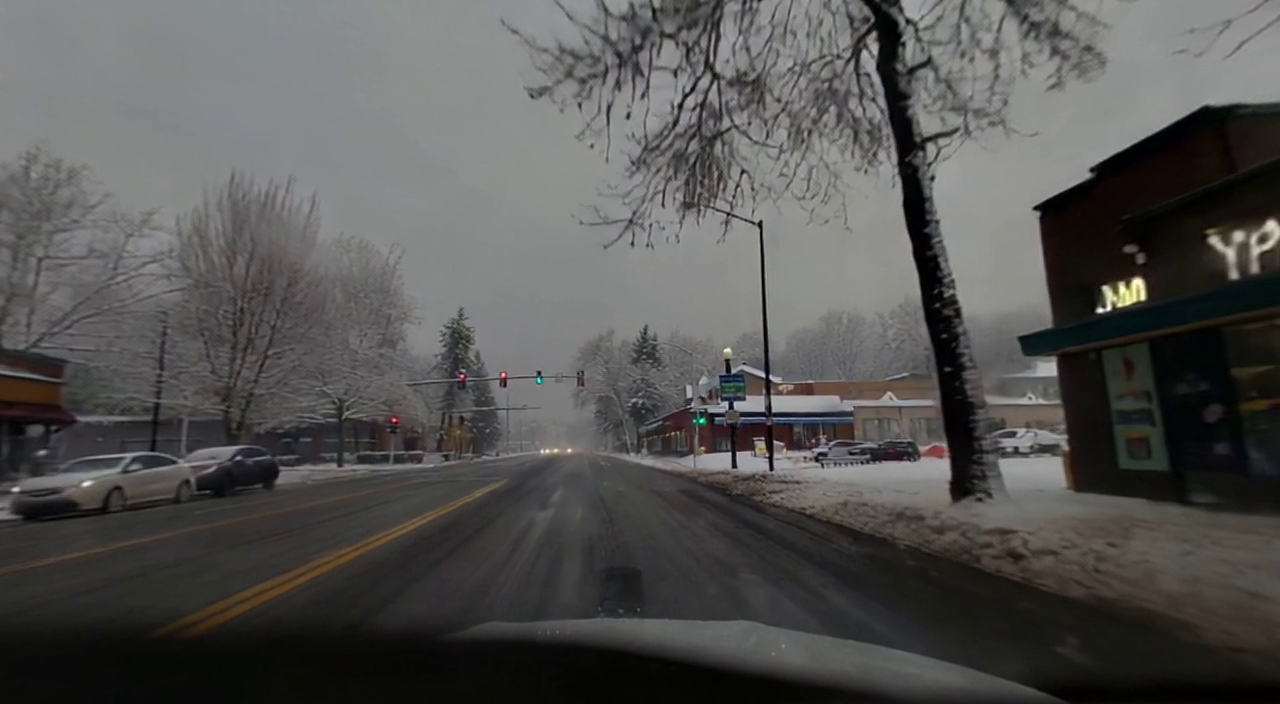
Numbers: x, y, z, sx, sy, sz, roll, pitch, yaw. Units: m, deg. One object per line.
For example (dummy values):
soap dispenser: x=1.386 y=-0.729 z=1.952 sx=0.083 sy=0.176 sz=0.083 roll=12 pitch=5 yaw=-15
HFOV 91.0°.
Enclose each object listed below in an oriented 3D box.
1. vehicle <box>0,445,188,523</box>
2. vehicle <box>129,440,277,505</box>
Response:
vehicle: x=-13.736 y=3.216 z=15.971 sx=1.923 sy=1.706 sz=3.802 roll=1 pitch=-8 yaw=-6
vehicle: x=-14.047 y=3.888 z=20.627 sx=1.944 sy=1.742 sz=4.507 roll=-3 pitch=-9 yaw=-5
